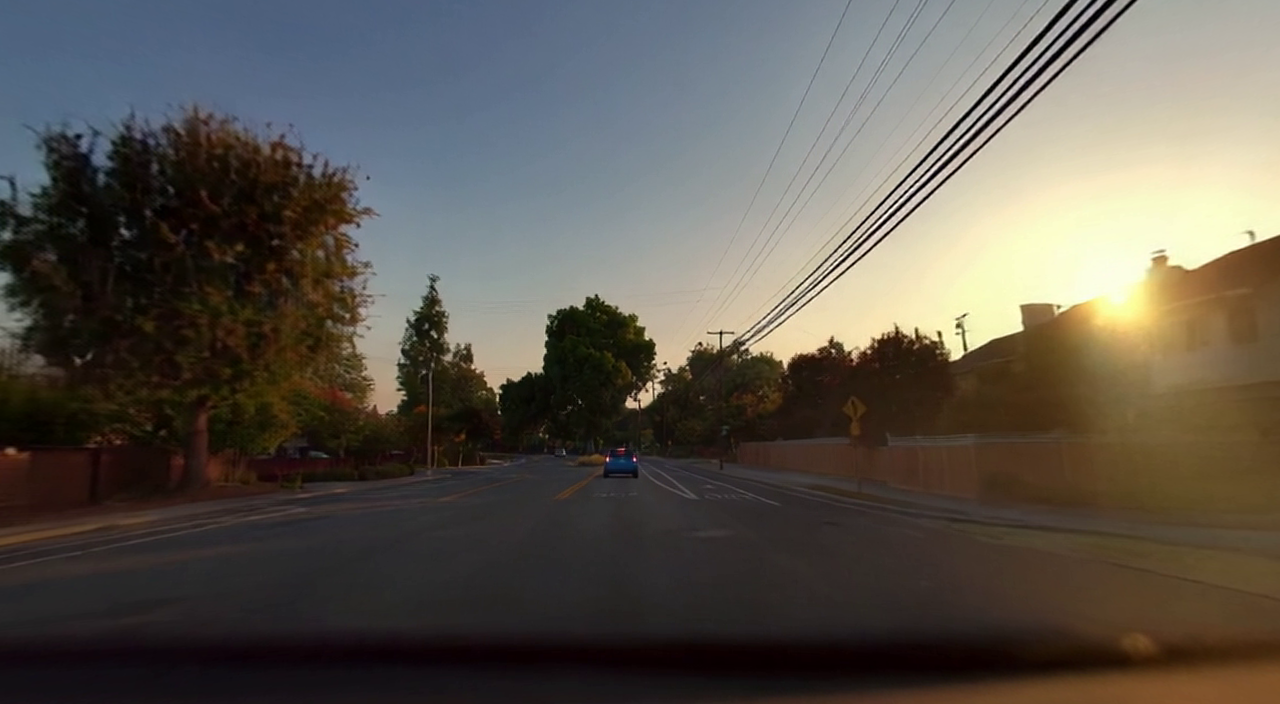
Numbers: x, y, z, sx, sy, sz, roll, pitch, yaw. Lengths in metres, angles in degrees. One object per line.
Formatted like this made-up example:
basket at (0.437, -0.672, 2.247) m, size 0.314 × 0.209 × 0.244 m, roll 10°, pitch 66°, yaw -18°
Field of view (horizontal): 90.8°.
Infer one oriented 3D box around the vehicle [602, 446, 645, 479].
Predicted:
vehicle at (-0.902, 5.912, 34.104) m, size 2.139 × 1.699 × 3.916 m, roll 0°, pitch -8°, yaw -2°
